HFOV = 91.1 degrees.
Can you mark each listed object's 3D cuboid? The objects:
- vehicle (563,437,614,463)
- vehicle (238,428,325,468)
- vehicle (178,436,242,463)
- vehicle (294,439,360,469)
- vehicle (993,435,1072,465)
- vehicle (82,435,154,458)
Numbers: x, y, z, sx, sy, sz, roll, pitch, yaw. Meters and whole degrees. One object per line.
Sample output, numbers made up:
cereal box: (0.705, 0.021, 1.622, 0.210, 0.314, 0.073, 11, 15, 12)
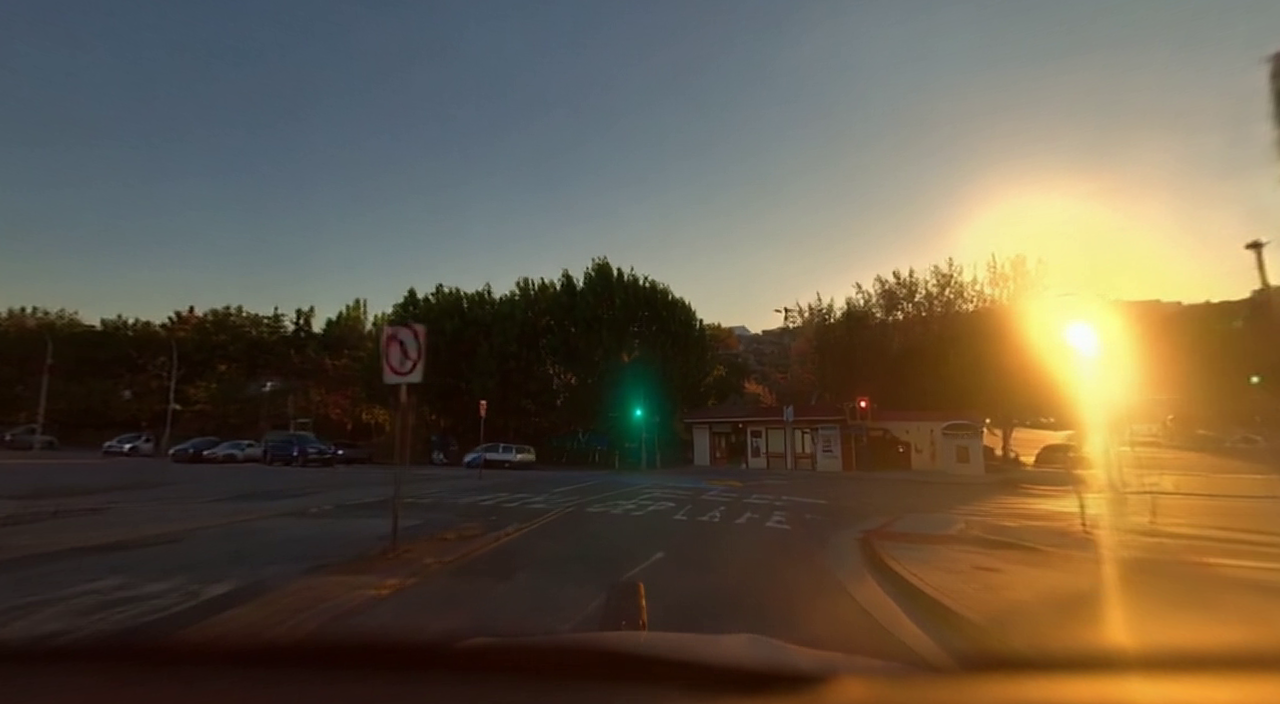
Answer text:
vehicle: (-4.032, 7.782, 49.860, 2.072, 1.922, 4.112, -5, -10, 31)
vehicle: (-18.942, 5.104, 33.495, 2.337, 1.934, 4.843, 1, -8, -9)
vehicle: (-25.282, 5.724, 37.008, 1.771, 1.510, 3.545, 2, -8, -11)
vehicle: (-15.852, 5.176, 32.020, 1.789, 1.399, 4.236, 2, -8, -10)
vehicle: (27.228, 6.816, 43.690, 4.474, 1.956, 2.263, -5, -10, 31)
vehicle: (-38.251, 6.955, 46.159, 2.002, 1.603, 4.547, 2, -8, -10)
